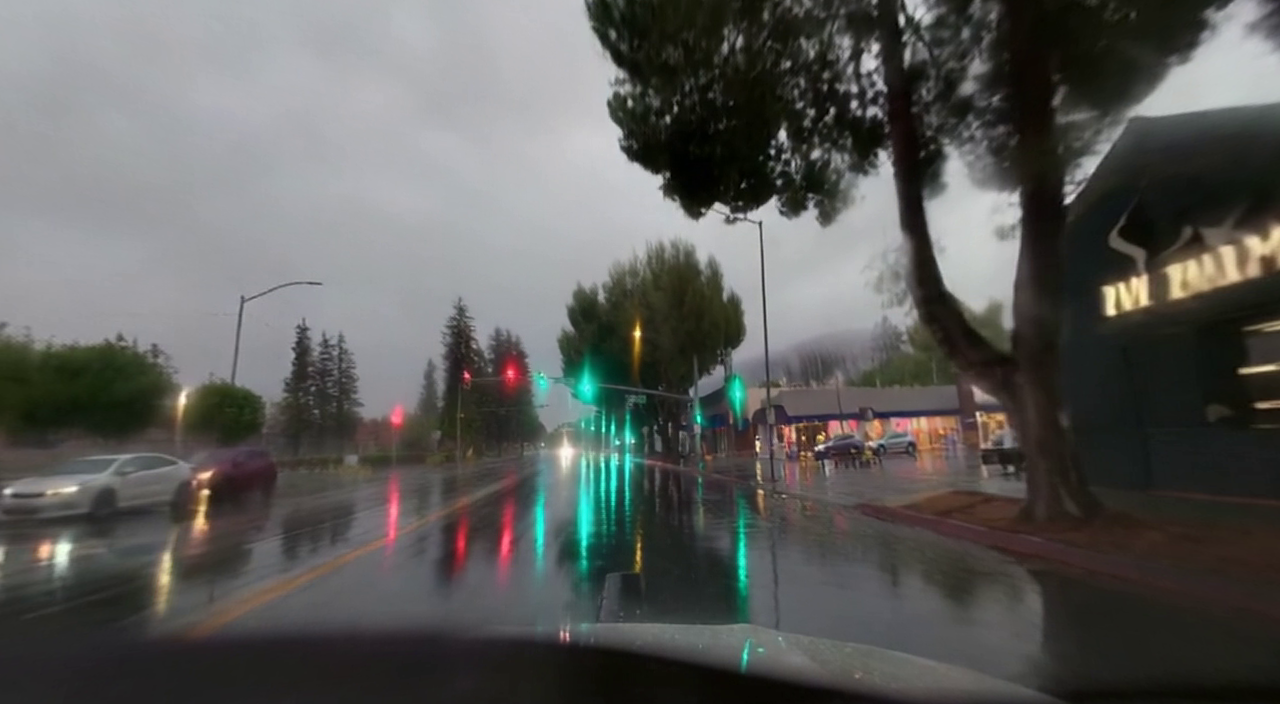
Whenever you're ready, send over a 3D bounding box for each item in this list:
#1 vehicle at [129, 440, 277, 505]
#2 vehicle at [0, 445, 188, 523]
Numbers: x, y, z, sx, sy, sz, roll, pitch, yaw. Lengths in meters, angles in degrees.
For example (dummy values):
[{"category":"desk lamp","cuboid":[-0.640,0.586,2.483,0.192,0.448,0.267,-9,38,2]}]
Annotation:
[{"category":"vehicle","cuboid":[-14.047,3.888,20.627,1.944,1.742,4.507,-3,-9,-5]},{"category":"vehicle","cuboid":[-13.736,3.216,15.971,1.923,1.706,3.802,1,-8,-6]}]
